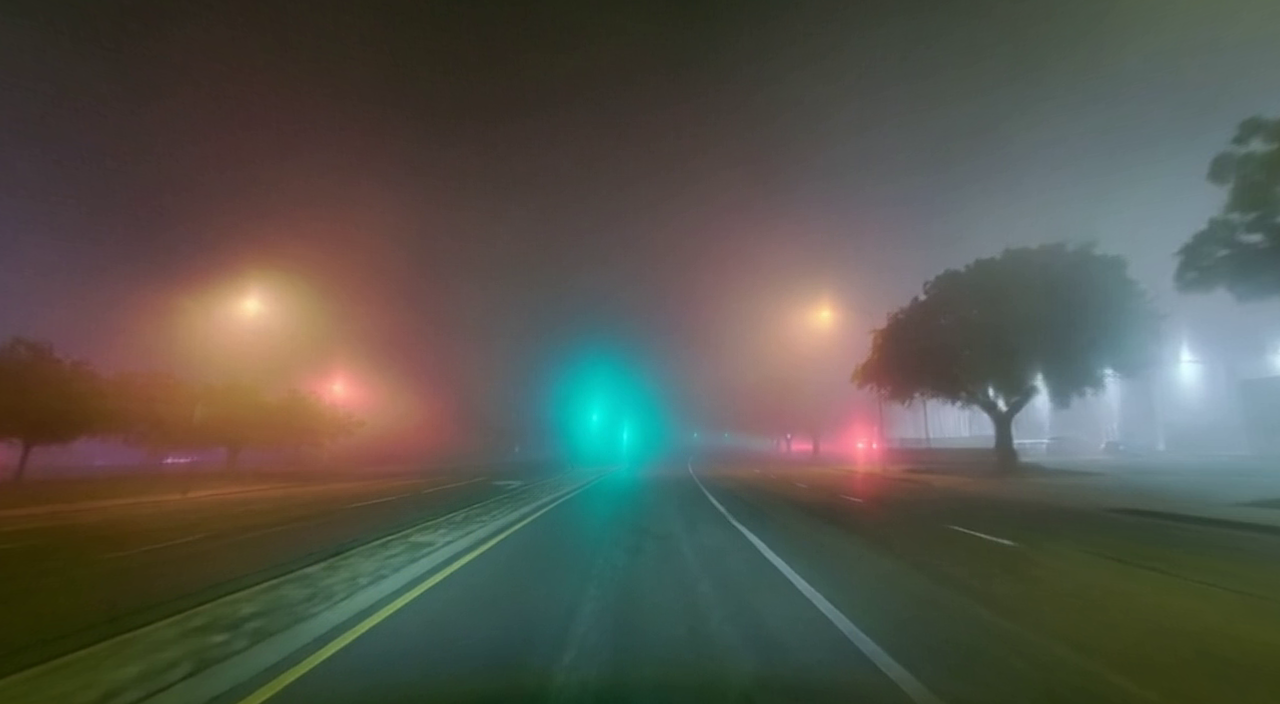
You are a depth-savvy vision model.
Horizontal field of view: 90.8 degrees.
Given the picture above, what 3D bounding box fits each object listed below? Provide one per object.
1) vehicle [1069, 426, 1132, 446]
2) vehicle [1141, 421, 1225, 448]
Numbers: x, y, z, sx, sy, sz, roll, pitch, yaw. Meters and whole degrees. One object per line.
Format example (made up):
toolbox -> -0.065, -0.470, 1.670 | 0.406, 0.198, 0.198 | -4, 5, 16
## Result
vehicle -> 34.188, 6.248, 46.934 | 3.693, 1.473, 1.643 | 2, -9, -14
vehicle -> 36.063, 5.488, 41.962 | 4.540, 1.717, 1.926 | 2, -9, -16
